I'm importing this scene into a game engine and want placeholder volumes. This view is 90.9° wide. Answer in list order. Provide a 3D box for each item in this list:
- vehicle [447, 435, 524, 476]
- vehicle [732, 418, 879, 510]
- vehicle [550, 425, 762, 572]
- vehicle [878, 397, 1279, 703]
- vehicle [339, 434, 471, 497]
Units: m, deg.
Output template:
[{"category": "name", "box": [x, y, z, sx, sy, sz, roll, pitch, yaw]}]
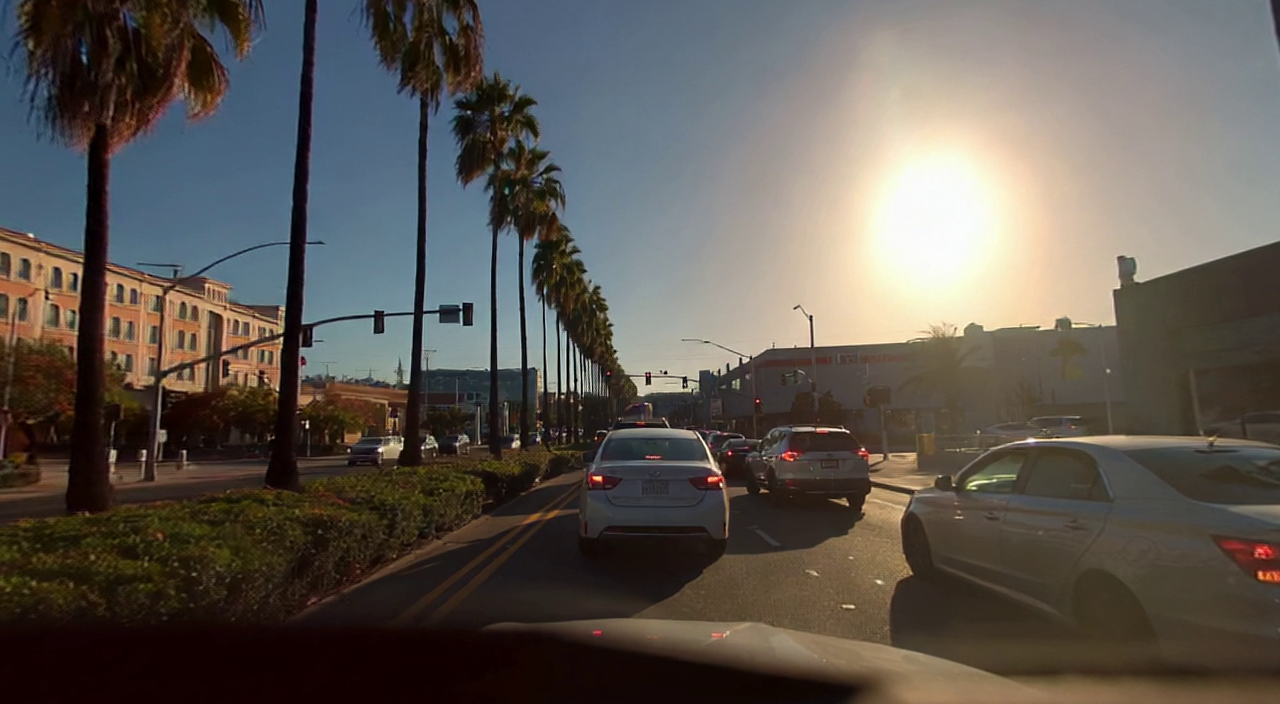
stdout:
[{"category": "vehicle", "box": [-6.059, 4.103, 25.223, 1.822, 1.456, 4.396, -1, -8, 2]}, {"category": "vehicle", "box": [3.498, 2.466, 14.302, 2.169, 1.751, 4.276, 0, -8, 0]}, {"category": "vehicle", "box": [0.174, 1.787, 8.460, 2.140, 1.474, 4.026, 0, -8, 0]}, {"category": "vehicle", "box": [3.545, 1.218, 4.475, 1.910, 1.490, 4.661, 0, -8, 1]}, {"category": "vehicle", "box": [-6.263, 3.057, 17.379, 1.900, 1.487, 4.165, 0, -8, 2]}]
